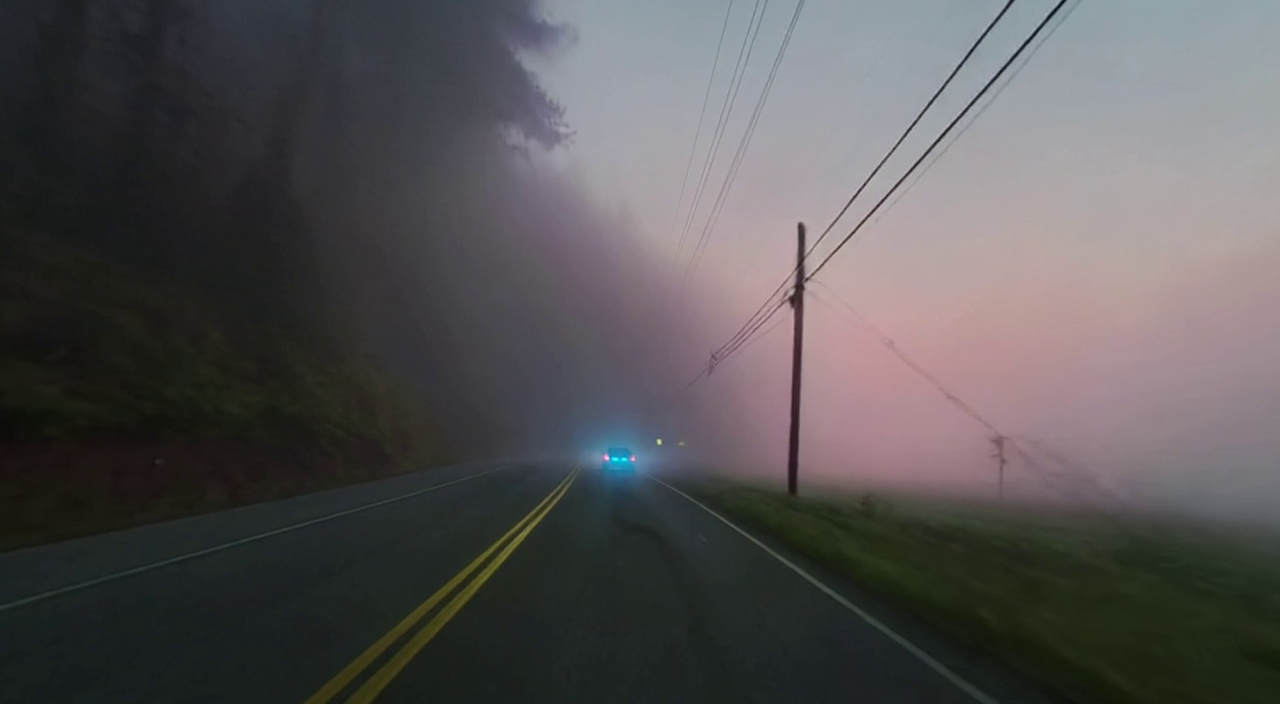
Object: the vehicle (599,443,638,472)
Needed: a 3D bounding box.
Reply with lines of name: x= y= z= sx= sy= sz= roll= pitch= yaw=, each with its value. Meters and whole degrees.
vehicle: x=-1.226 y=5.889 z=35.547 sx=2.059 sy=1.524 sz=3.963 roll=0 pitch=-9 yaw=-3
